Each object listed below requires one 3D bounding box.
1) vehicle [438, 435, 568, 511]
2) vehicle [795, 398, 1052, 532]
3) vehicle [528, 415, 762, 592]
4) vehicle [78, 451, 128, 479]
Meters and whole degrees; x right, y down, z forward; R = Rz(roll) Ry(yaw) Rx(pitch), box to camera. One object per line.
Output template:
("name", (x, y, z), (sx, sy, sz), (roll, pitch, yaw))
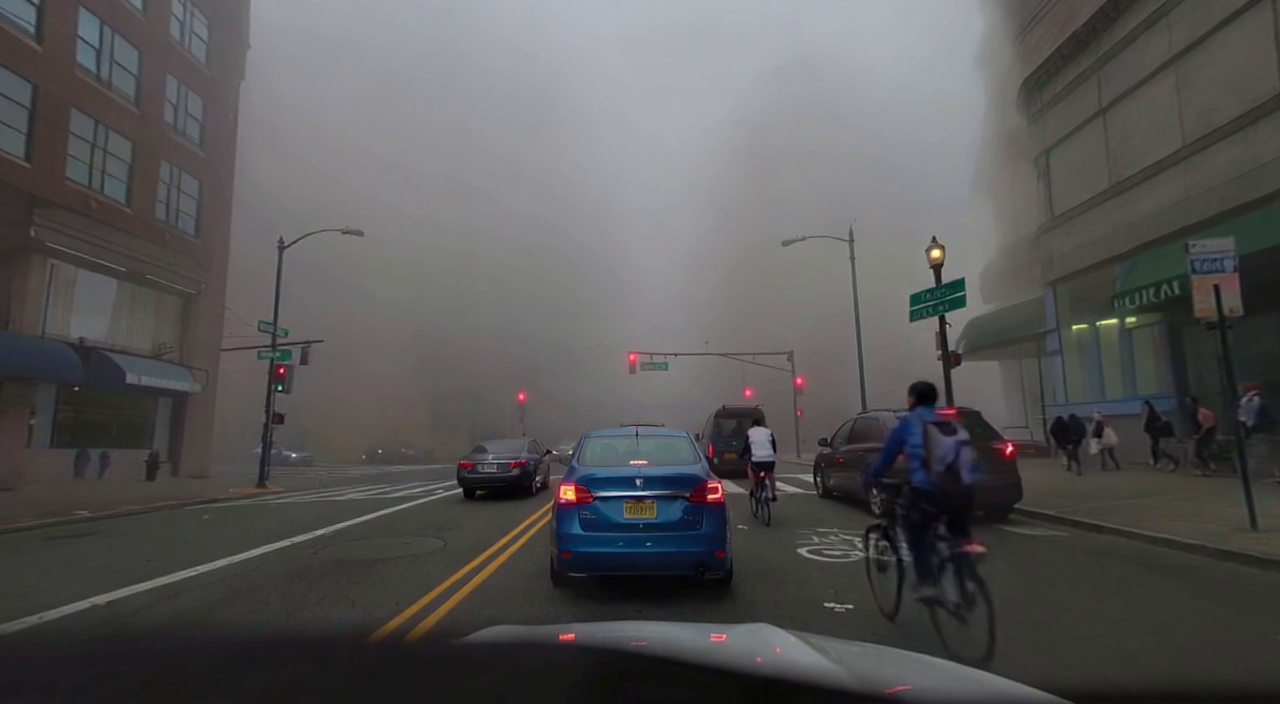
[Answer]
("vehicle", (-2.943, 2.709, 14.615), (2.039, 1.452, 4.489), (0, -9, 0))
("vehicle", (4.511, 1.912, 11.124), (2.142, 1.829, 4.767), (0, -9, -2))
("vehicle", (0.018, 1.658, 7.720), (2.091, 1.557, 4.000), (0, -9, -1))
("vehicle", (-35.737, 7.475, 41.944), (2.264, 1.722, 4.721), (7, -11, -40))
